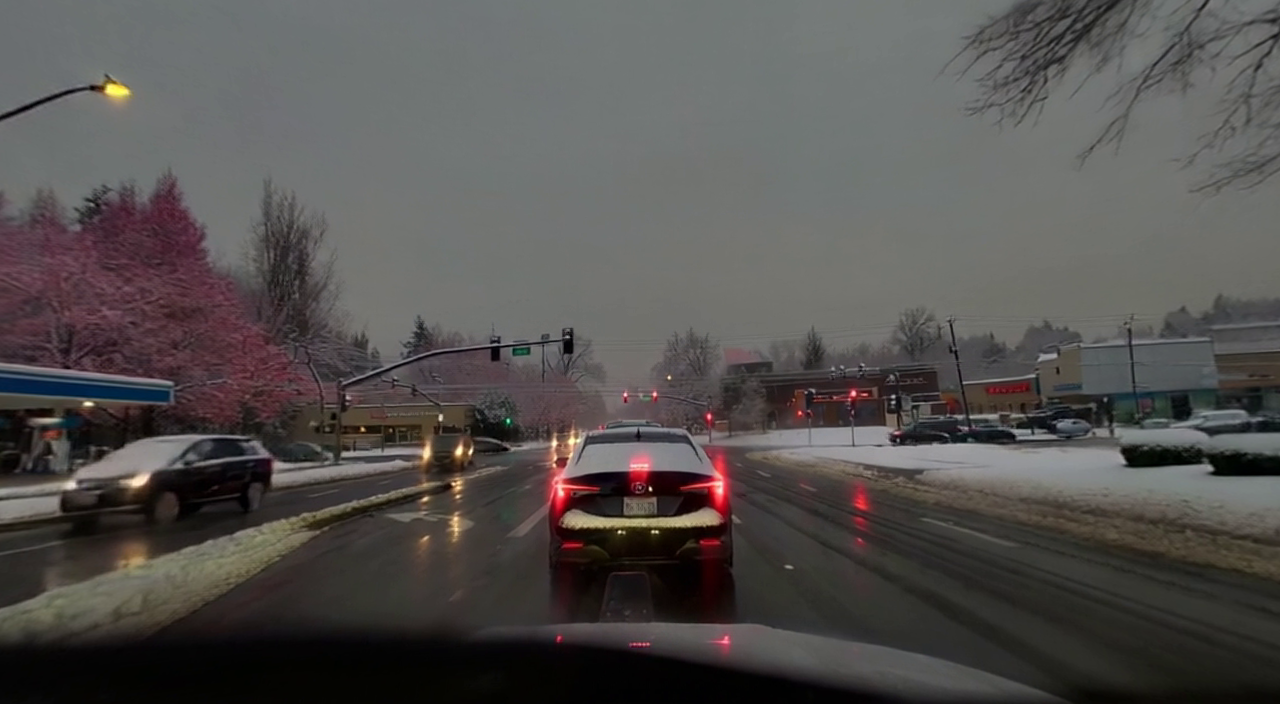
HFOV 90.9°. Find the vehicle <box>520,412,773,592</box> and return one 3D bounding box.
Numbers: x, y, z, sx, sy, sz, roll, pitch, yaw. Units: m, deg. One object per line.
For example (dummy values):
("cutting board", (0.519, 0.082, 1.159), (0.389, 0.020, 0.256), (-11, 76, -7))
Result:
("vehicle", (0.020, 1.554, 7.366), (2.112, 1.482, 4.057), (0, -8, -1))

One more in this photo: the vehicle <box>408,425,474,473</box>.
("vehicle", (-9.549, 4.685, 30.661), (2.378, 2.084, 5.225), (1, -8, -10))

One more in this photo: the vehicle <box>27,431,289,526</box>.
("vehicle", (-9.988, 2.616, 13.689), (2.108, 1.671, 4.535), (0, -8, 0))

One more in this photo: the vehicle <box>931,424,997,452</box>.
("vehicle", (18.396, 4.878, 35.687), (4.091, 1.495, 2.053), (8, -12, -44))

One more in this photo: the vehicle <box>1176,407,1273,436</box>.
("vehicle", (36.331, 4.393, 39.342), (1.848, 1.581, 4.475), (-1, -8, 3))

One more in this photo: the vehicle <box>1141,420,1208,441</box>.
("vehicle", (41.273, 6.048, 48.664), (3.573, 1.432, 1.604), (-3, -7, 2))

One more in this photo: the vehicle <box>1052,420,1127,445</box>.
("vehicle", (34.770, 6.229, 48.802), (4.294, 1.557, 1.744), (-4, -7, 1))
